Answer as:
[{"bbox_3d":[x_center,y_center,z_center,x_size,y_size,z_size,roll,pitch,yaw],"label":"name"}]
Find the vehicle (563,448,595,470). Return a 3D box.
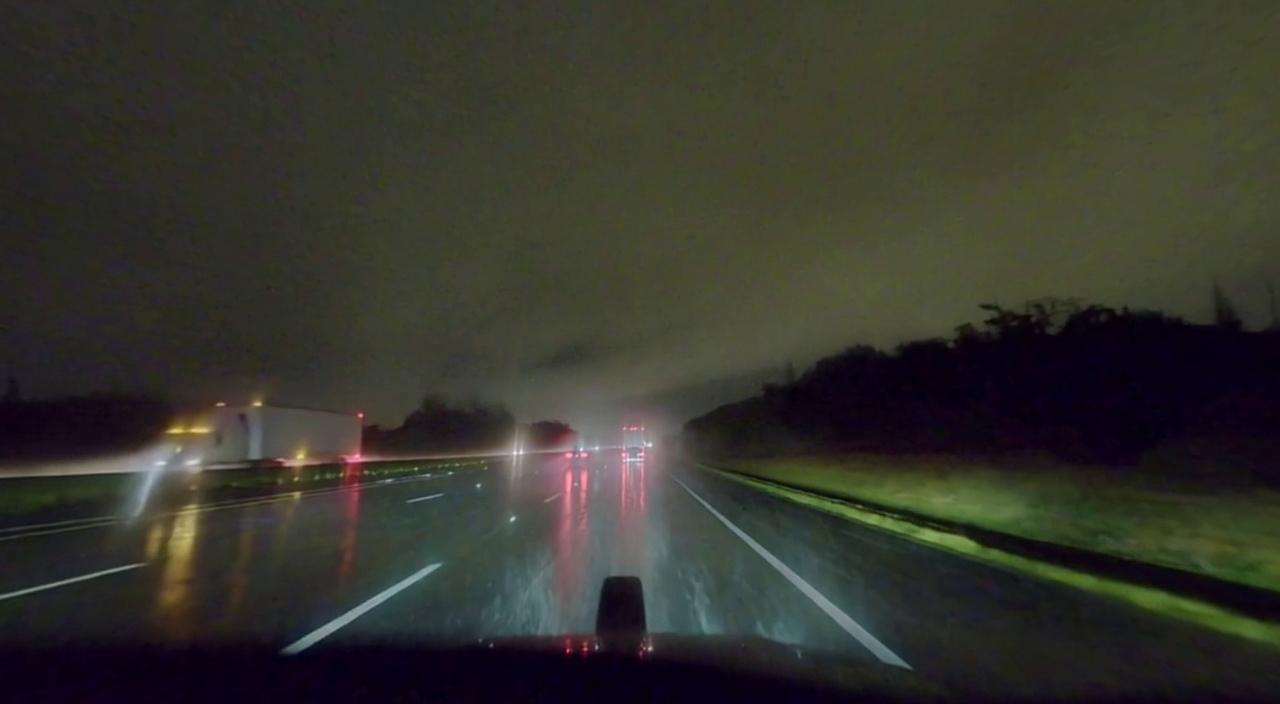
[{"bbox_3d":[-4.641,8.276,48.840,2.108,1.573,5.000,0,-9,-1],"label":"vehicle"}]

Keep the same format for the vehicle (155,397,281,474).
[{"bbox_3d":[-23.633,4.794,35.778,2.933,3.974,5.928,0,-9,-1],"label":"vehicle"}]
